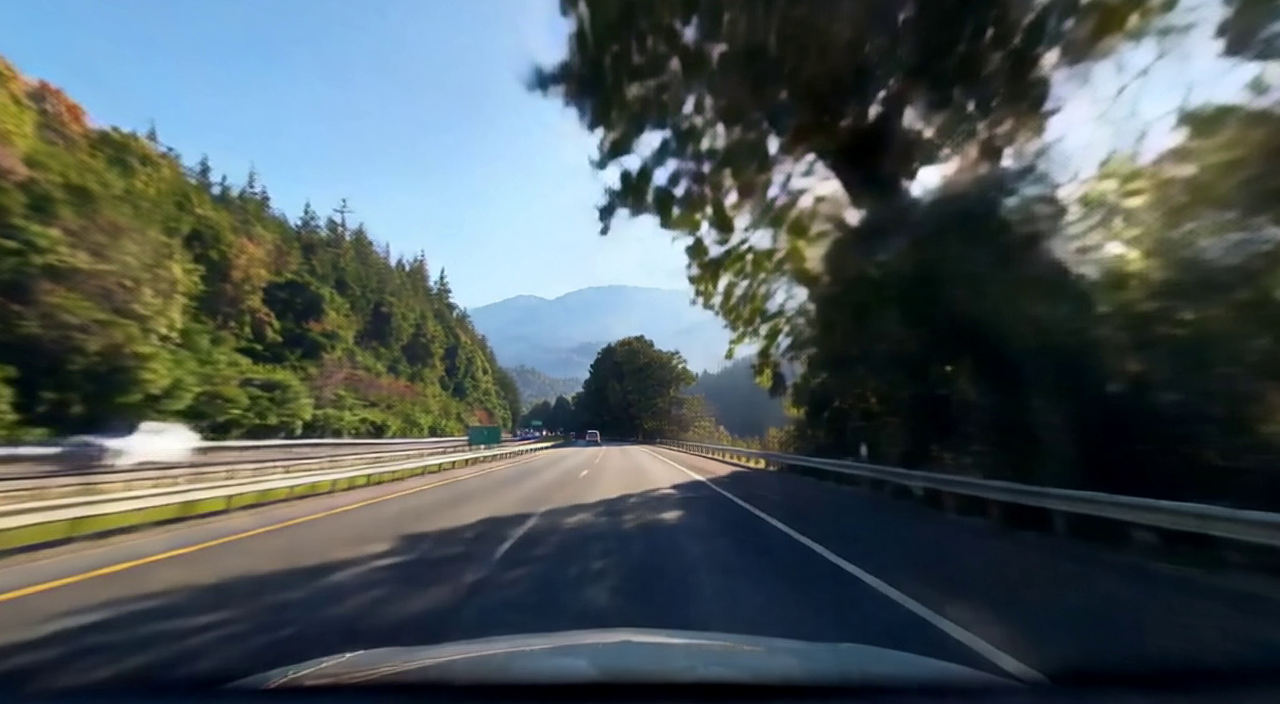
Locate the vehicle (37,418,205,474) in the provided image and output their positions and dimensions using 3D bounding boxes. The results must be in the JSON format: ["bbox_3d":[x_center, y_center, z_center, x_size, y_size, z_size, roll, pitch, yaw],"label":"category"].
[{"bbox_3d":[-17.168,3.129,21.193,1.880,1.643,4.441,0,-8,-1],"label":"vehicle"}]
